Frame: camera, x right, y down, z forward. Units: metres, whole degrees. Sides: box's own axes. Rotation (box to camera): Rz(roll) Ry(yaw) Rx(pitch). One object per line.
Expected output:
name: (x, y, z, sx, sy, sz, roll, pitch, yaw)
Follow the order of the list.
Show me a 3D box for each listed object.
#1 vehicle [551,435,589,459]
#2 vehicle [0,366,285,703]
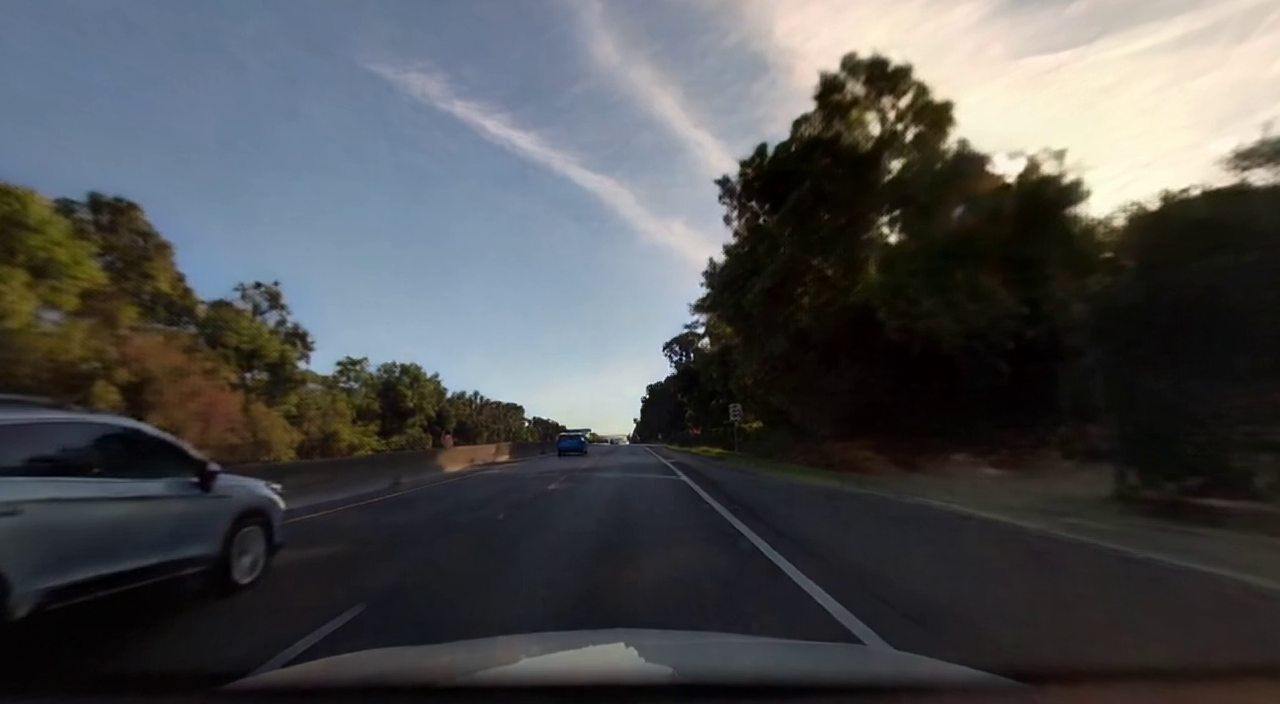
vehicle: (-4.509, 6.140, 40.846, 2.063, 1.496, 4.225, 0, -8, -1)
vehicle: (-4.137, 0.920, 3.177, 2.070, 1.647, 4.577, 0, -8, -1)
